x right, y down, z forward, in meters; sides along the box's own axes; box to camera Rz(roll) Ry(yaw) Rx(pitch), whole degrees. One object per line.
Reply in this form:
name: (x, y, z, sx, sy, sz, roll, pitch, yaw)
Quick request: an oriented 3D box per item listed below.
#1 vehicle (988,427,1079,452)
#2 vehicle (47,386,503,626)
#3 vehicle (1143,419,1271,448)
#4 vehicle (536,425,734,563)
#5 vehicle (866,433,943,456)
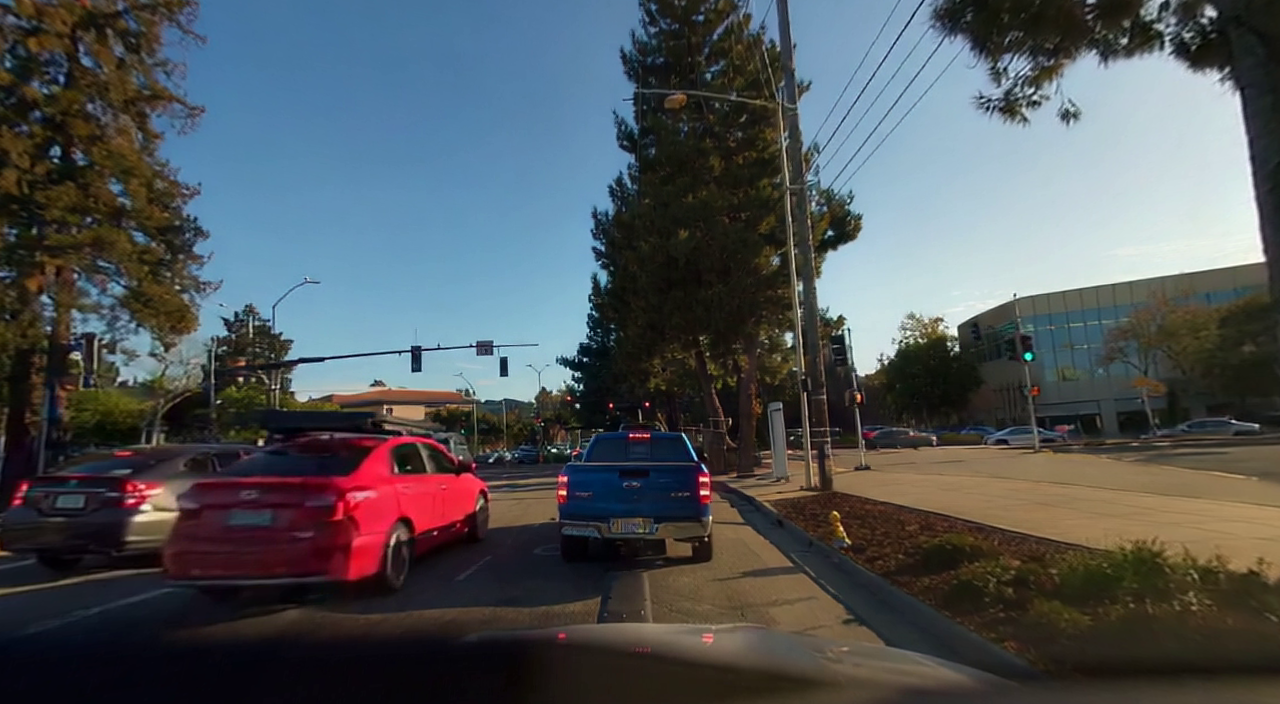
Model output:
vehicle: (23.824, 5.328, 38.152, 4.454, 1.440, 1.816, -5, -10, 30)
vehicle: (-3.380, 1.555, 7.406, 2.223, 1.826, 4.990, 0, -9, 2)
vehicle: (30.631, 4.460, 34.122, 4.739, 1.472, 1.804, -5, -10, 29)
vehicle: (-0.040, 1.887, 9.077, 2.182, 1.501, 4.150, 0, -9, 0)
vehicle: (17.496, 6.127, 41.572, 4.441, 1.452, 1.798, -5, -10, 30)
